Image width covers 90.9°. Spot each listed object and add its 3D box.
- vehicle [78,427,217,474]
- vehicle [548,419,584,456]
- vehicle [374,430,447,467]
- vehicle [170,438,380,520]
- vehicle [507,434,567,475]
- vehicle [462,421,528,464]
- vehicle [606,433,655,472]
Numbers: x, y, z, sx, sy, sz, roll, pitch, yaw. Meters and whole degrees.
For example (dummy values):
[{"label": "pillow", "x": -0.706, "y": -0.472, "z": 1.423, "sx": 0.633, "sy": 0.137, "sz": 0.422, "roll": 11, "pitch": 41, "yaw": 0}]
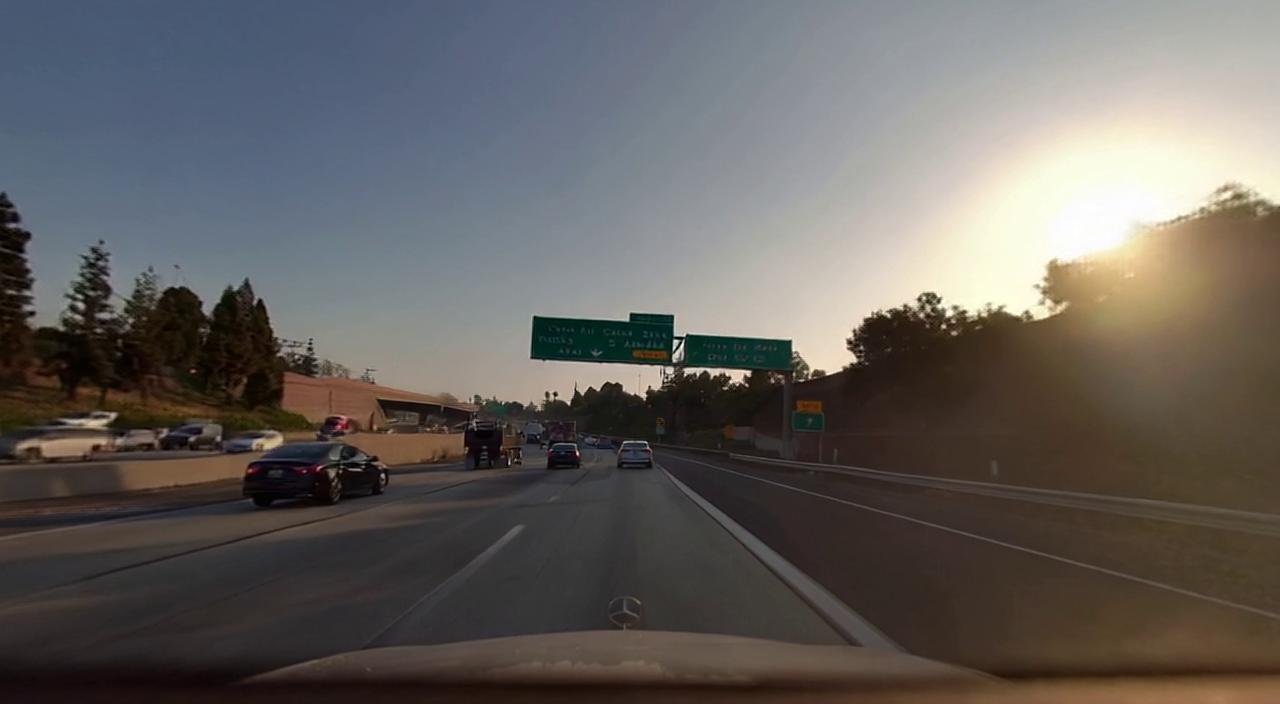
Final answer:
[{"label": "vehicle", "x": -19.884, "y": 4.004, "z": 25.808, "sx": 2.023, "sy": 1.697, "sz": 4.723, "roll": 0, "pitch": -8, "yaw": -3}, {"label": "vehicle", "x": -5.666, "y": 6.624, "z": 48.693, "sx": 2.279, "sy": 2.672, "sz": 5.256, "roll": 0, "pitch": -8, "yaw": -2}, {"label": "vehicle", "x": -12.059, "y": 5.104, "z": 33.516, "sx": 2.079, "sy": 1.807, "sz": 5.187, "roll": 0, "pitch": -8, "yaw": -2}, {"label": "vehicle", "x": -7.517, "y": 2.618, "z": 13.628, "sx": 1.896, "sy": 1.465, "sz": 4.399, "roll": 0, "pitch": -8, "yaw": 0}, {"label": "vehicle", "x": -4.354, "y": 4.402, "z": 27.335, "sx": 2.005, "sy": 1.631, "sz": 4.295, "roll": 0, "pitch": -8, "yaw": -1}, {"label": "vehicle", "x": -8.594, "y": 5.456, "z": 38.016, "sx": 2.773, "sy": 2.402, "sz": 6.232, "roll": 0, "pitch": -8, "yaw": -3}, {"label": "vehicle", "x": -0.498, "y": 4.639, "z": 29.321, "sx": 2.092, "sy": 1.671, "sz": 3.772, "roll": 0, "pitch": -8, "yaw": -2}]
